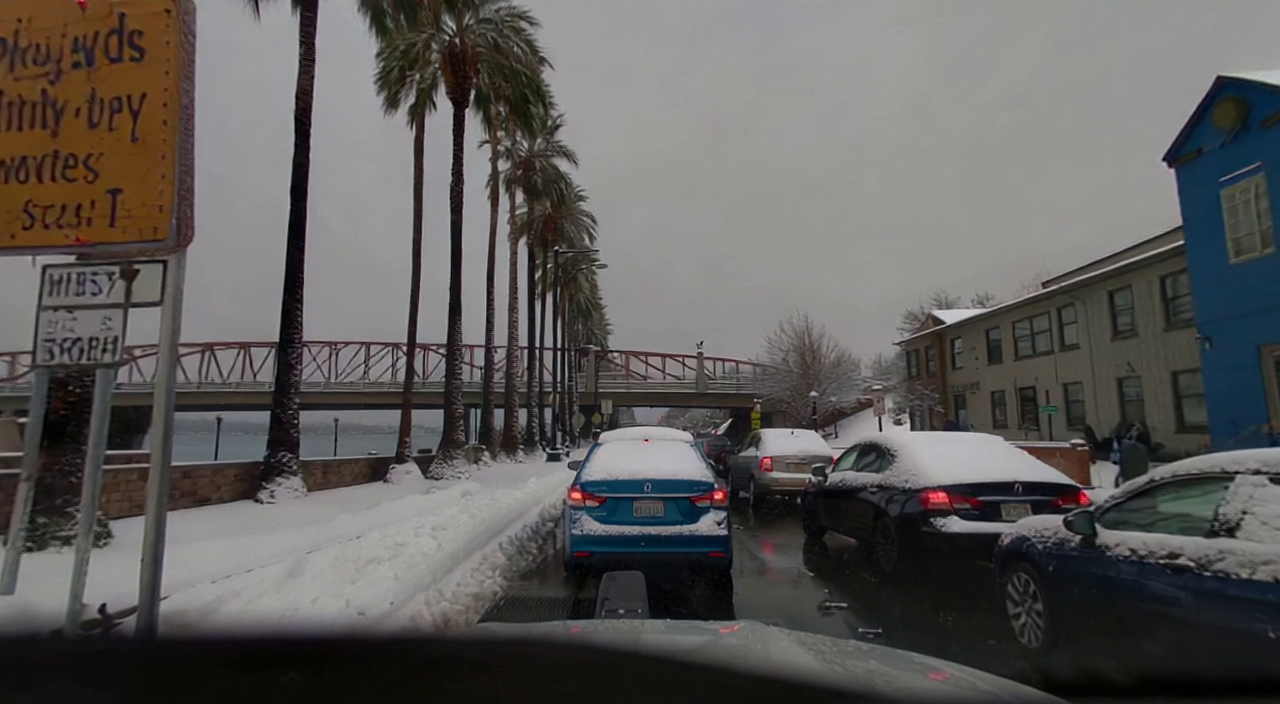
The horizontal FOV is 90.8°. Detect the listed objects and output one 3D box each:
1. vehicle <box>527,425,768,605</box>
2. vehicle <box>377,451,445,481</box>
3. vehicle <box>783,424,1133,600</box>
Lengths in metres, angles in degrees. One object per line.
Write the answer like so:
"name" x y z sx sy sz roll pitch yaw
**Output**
"vehicle" 0.058 1.670 7.289 2.048 1.503 3.681 0 -9 0
"vehicle" -14.962 7.472 41.678 2.104 1.802 4.852 -1 -9 8
"vehicle" 3.259 1.719 7.722 1.920 1.490 4.417 0 -9 -1
